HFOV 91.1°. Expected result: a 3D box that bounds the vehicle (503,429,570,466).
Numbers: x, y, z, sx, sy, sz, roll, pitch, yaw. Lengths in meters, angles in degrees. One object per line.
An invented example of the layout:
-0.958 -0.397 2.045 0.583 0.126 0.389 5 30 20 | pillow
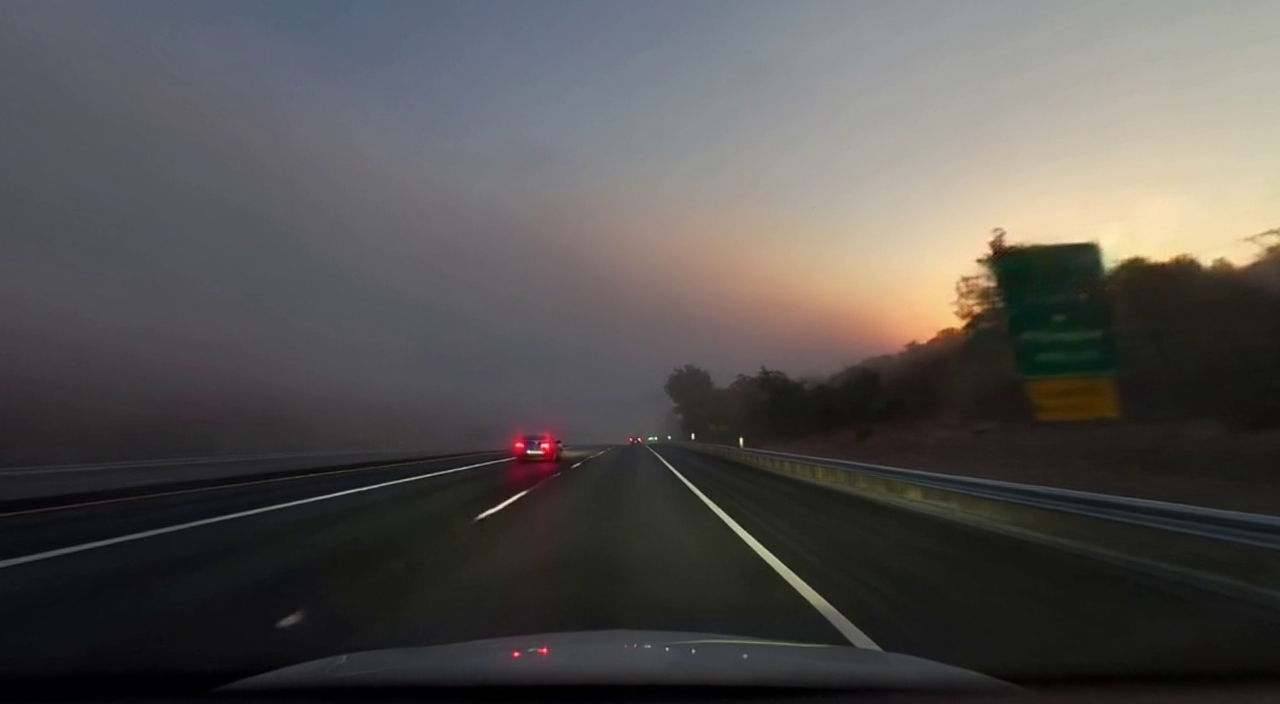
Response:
-4.565 4.283 28.516 2.149 1.532 4.905 0 -8 0 | vehicle
